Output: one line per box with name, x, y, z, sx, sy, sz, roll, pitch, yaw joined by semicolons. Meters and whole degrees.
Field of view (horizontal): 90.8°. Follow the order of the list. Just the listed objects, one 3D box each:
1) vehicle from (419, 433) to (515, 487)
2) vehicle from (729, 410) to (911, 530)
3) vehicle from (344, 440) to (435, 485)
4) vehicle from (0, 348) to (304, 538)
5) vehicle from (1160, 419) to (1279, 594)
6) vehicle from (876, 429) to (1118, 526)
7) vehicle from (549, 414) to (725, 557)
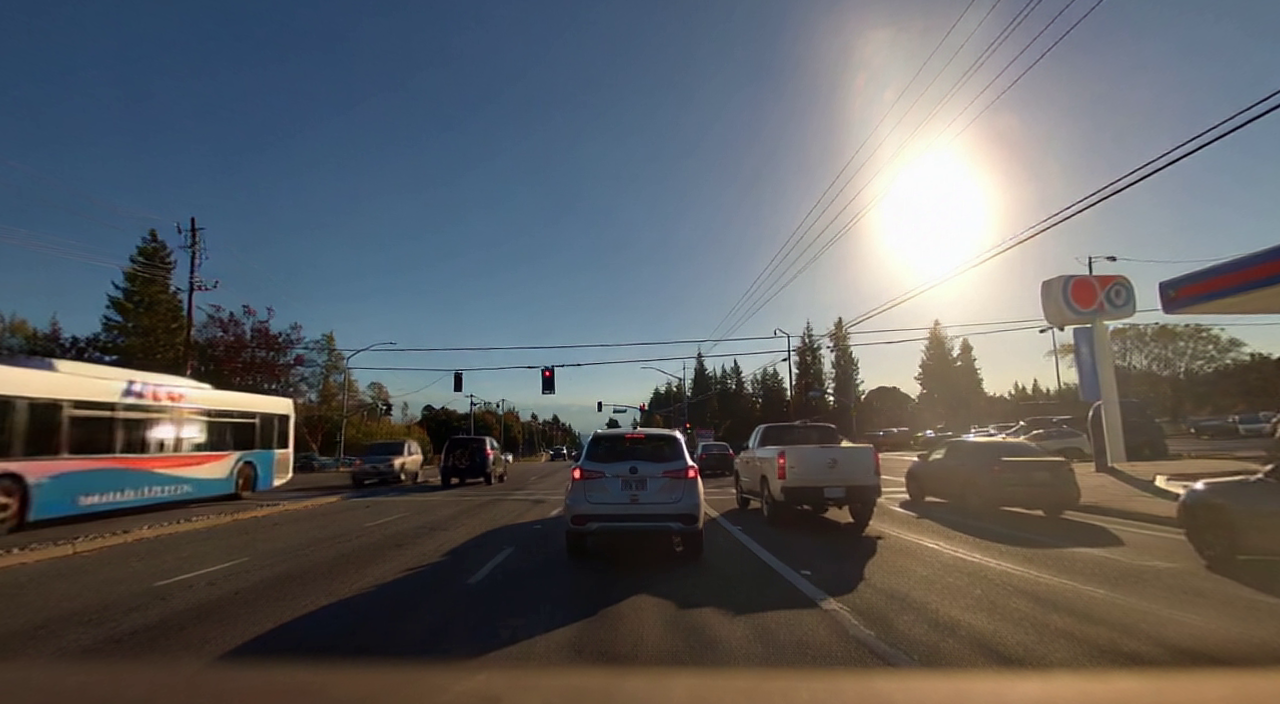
vehicle;-6.338;4.018;23.835;2.190;1.795;4.993;0;-9;0
vehicle;3.040;2.110;11.783;2.049;1.813;4.245;0;-9;-1
vehicle;-10.396;4.609;26.623;2.075;1.719;4.396;0;-9;0
vehicle;-13.506;2.360;16.204;3.031;3.513;12.586;0;-9;-1
vehicle;6.411;1.179;4.461;1.857;1.475;4.182;0;-9;0
vehicle;6.403;2.289;12.123;1.829;1.494;4.552;0;-9;-2
vehicle;-0.099;1.889;9.614;2.087;1.677;4.053;0;-9;-2
